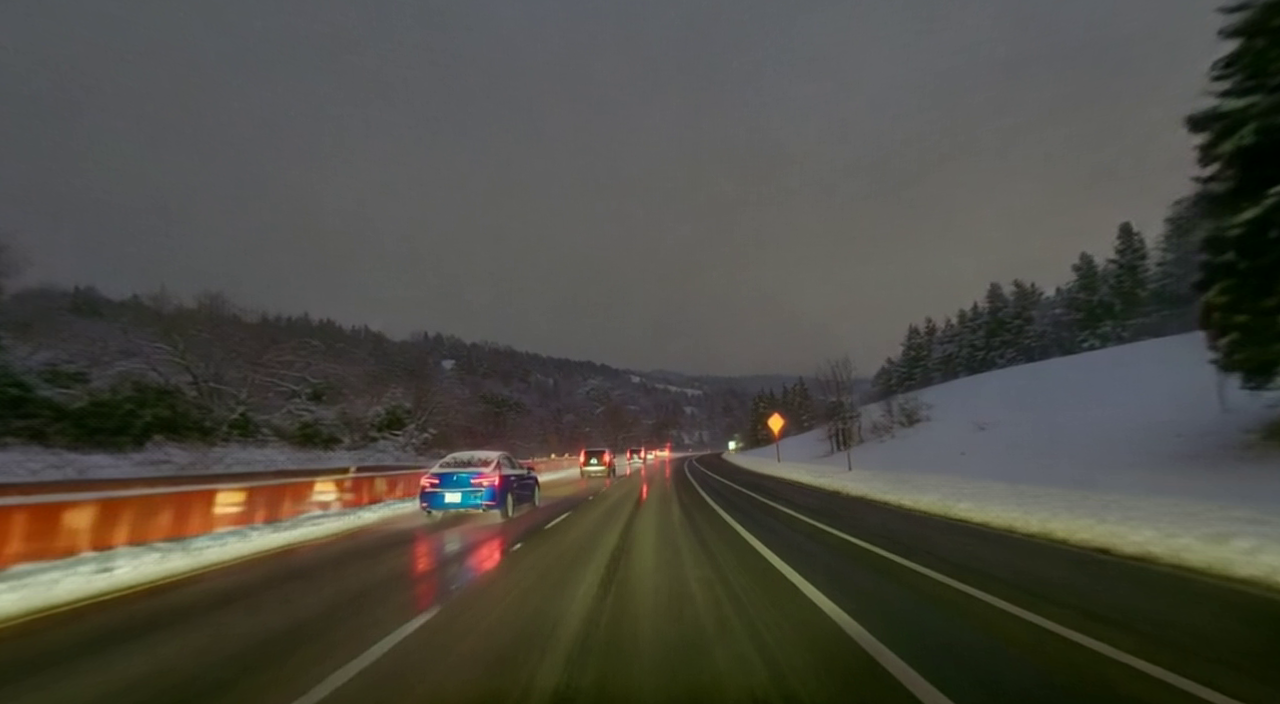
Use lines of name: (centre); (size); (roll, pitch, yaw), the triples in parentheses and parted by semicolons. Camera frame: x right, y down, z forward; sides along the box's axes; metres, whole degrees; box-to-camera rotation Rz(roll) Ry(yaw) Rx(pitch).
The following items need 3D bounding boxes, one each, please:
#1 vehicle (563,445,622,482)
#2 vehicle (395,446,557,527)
vehicle: (-1.961, 4.800, 27.443); (2.094, 1.480, 4.124); (0, -9, 2)
vehicle: (-3.004, 2.554, 12.508); (2.061, 1.330, 3.928); (0, -9, 2)
